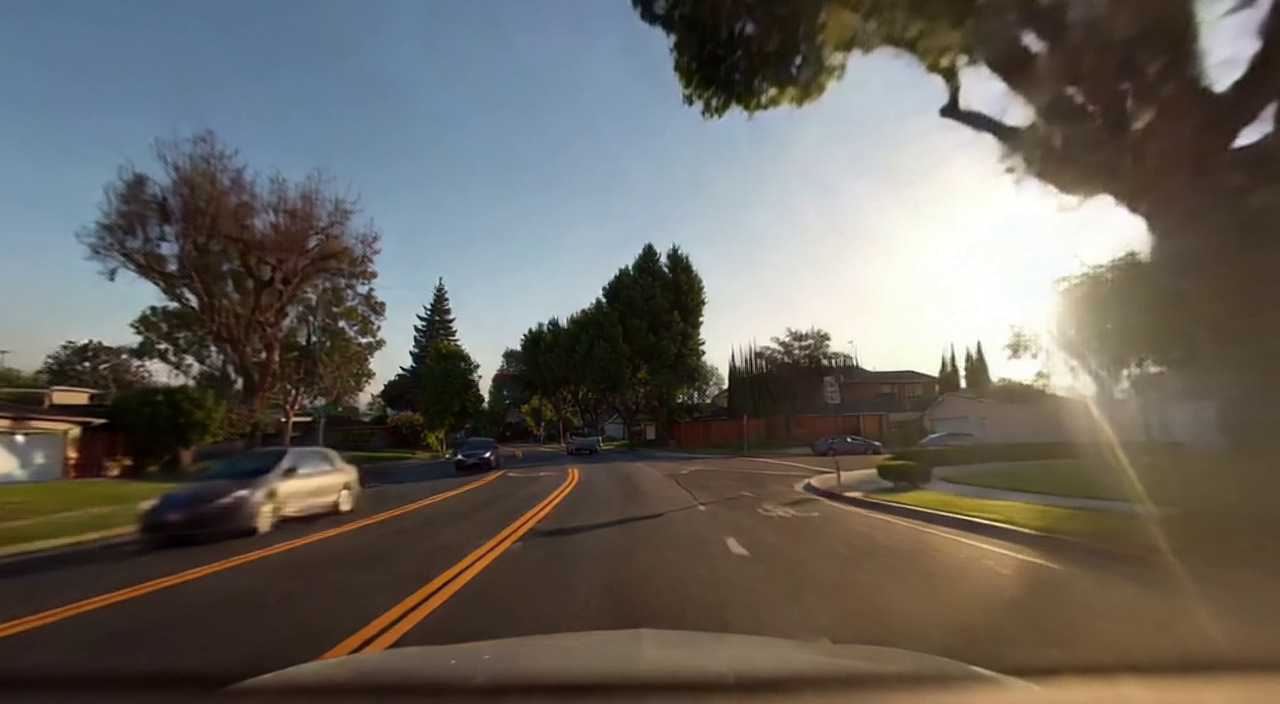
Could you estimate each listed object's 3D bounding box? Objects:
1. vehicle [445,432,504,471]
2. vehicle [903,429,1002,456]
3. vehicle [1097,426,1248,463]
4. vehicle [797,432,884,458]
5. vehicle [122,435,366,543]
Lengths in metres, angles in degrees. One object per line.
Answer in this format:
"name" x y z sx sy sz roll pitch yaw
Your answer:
"vehicle" -7.954 4.806 30.629 2.069 1.740 4.446 0 -8 -6
"vehicle" 18.412 5.355 37.319 4.795 1.468 1.945 -2 -8 11
"vehicle" 23.250 4.072 27.722 4.607 1.481 1.884 -2 -8 12
"vehicle" 12.157 5.667 38.417 4.737 1.447 1.766 -2 -8 7
"vehicle" -7.135 2.446 12.064 1.910 1.538 4.478 -4 -8 -2
